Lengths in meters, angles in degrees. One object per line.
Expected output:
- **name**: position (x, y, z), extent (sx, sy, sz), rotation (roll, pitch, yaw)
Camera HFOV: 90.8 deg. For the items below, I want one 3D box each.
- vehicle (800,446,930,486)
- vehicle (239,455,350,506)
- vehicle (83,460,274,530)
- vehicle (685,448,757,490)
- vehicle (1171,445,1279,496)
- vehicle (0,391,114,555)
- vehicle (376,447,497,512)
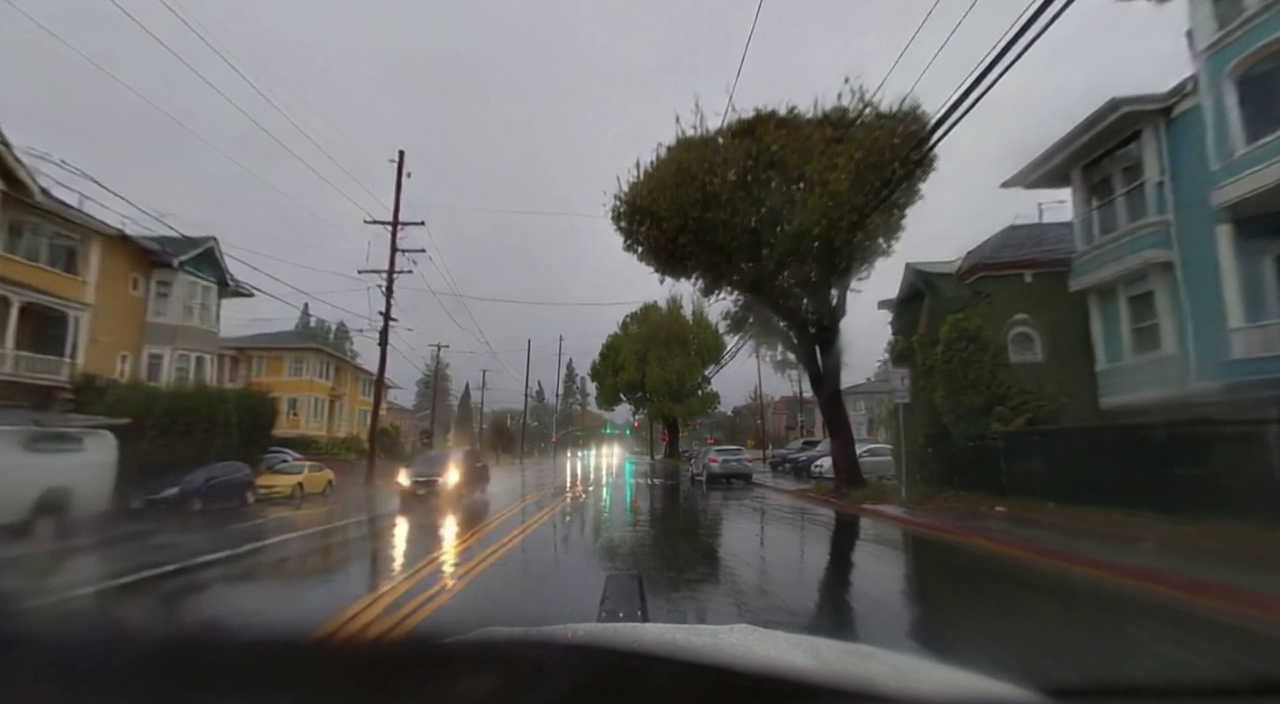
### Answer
- **vehicle**: position (9.011, 4.508, 25.323), extent (4.658, 1.465, 2.025), rotation (-4, -9, 24)
- **vehicle**: position (-11.863, 4.402, 22.007), extent (1.936, 1.516, 3.647), rotation (0, -8, -4)
- **vehicle**: position (-11.548, 3.555, 16.311), extent (1.742, 1.415, 4.566), rotation (0, -8, -4)
- **vehicle**: position (3.049, 4.502, 24.750), extent (1.917, 1.434, 4.733), rotation (0, -8, -4)
- **vehicle**: position (24.053, 4.543, 24.461), extent (1.962, 1.764, 5.005), rotation (2, -7, -16)
- **vehicle**: position (-11.105, 1.788, 8.823), extent (2.687, 2.491, 5.936), rotation (-2, -8, -4)
- **vehicle**: position (-5.442, 3.441, 17.593), extent (2.205, 1.480, 4.366), rotation (-1, -8, -4)
